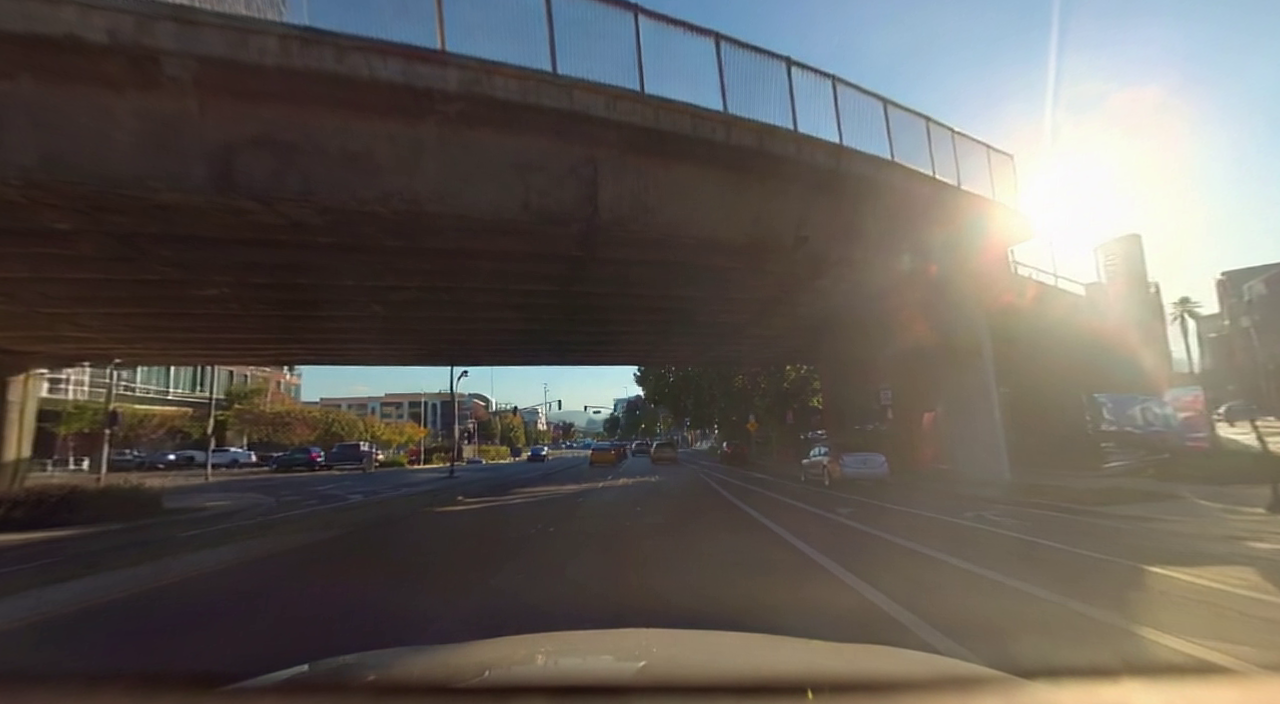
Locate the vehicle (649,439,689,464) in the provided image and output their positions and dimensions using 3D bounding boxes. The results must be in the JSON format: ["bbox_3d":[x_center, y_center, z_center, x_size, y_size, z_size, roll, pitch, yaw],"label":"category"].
[{"bbox_3d":[1.783,6.308,39.935,2.280,1.475,4.051,0,-8,-1],"label":"vehicle"}]

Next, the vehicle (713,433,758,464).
[{"bbox_3d":[6.403,6.550,42.871,2.154,1.915,4.908,0,-8,-1],"label":"vehicle"}]

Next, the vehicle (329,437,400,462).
[{"bbox_3d":[-20.488,7.236,46.980,4.335,1.772,1.927,0,-8,-4],"label":"vehicle"}]

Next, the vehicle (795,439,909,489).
[{"bbox_3d":[6.756,3.602,20.691,2.035,1.435,4.481,0,-8,-2],"label":"vehicle"}]
